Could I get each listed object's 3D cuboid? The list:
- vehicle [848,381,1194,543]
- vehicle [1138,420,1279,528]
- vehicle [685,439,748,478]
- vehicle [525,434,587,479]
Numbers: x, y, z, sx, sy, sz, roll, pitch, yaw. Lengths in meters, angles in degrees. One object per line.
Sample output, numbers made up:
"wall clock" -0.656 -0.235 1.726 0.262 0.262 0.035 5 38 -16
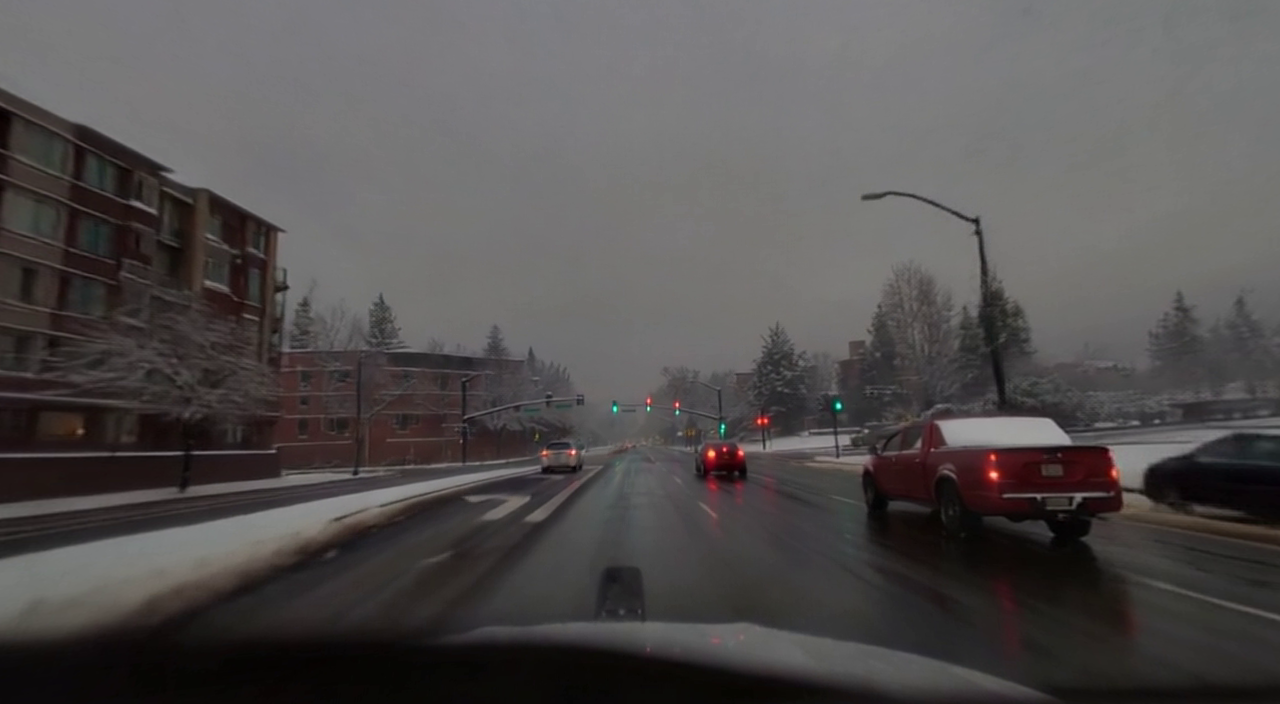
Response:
"vehicle" 5.740 1.809 10.890 2.427 2.017 5.763 0 -8 1
"vehicle" 10.277 1.838 9.651 1.905 1.545 4.227 -1 -9 1
"vehicle" 3.084 4.413 26.392 2.003 1.480 4.494 0 -9 -1
"vehicle" -3.407 4.355 26.511 2.065 1.716 4.265 0 -9 -1
